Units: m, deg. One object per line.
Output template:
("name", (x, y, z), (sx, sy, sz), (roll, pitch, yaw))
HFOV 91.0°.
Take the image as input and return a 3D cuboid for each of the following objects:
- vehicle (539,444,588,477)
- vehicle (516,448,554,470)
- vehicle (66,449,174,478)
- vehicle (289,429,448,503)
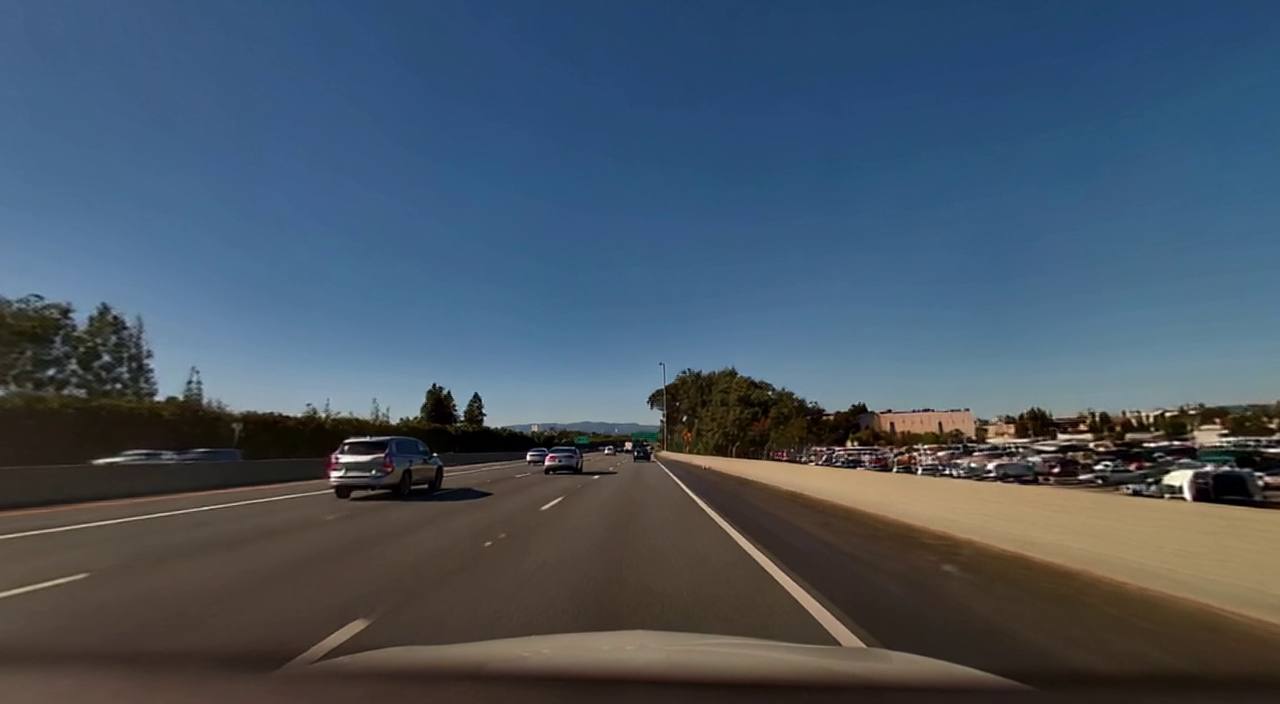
("vehicle", (-4.044, 5.816, 33.985), (2.070, 1.665, 4.213), (0, -9, 1))
("vehicle", (-7.627, 7.794, 46.063), (1.991, 1.538, 4.360), (0, -9, 0))
("vehicle", (-36.690, 7.853, 44.721), (2.283, 1.840, 6.279), (0, -9, 1))
("vehicle", (-7.515, 3.224, 18.253), (2.159, 1.807, 5.422), (0, -9, 0))
